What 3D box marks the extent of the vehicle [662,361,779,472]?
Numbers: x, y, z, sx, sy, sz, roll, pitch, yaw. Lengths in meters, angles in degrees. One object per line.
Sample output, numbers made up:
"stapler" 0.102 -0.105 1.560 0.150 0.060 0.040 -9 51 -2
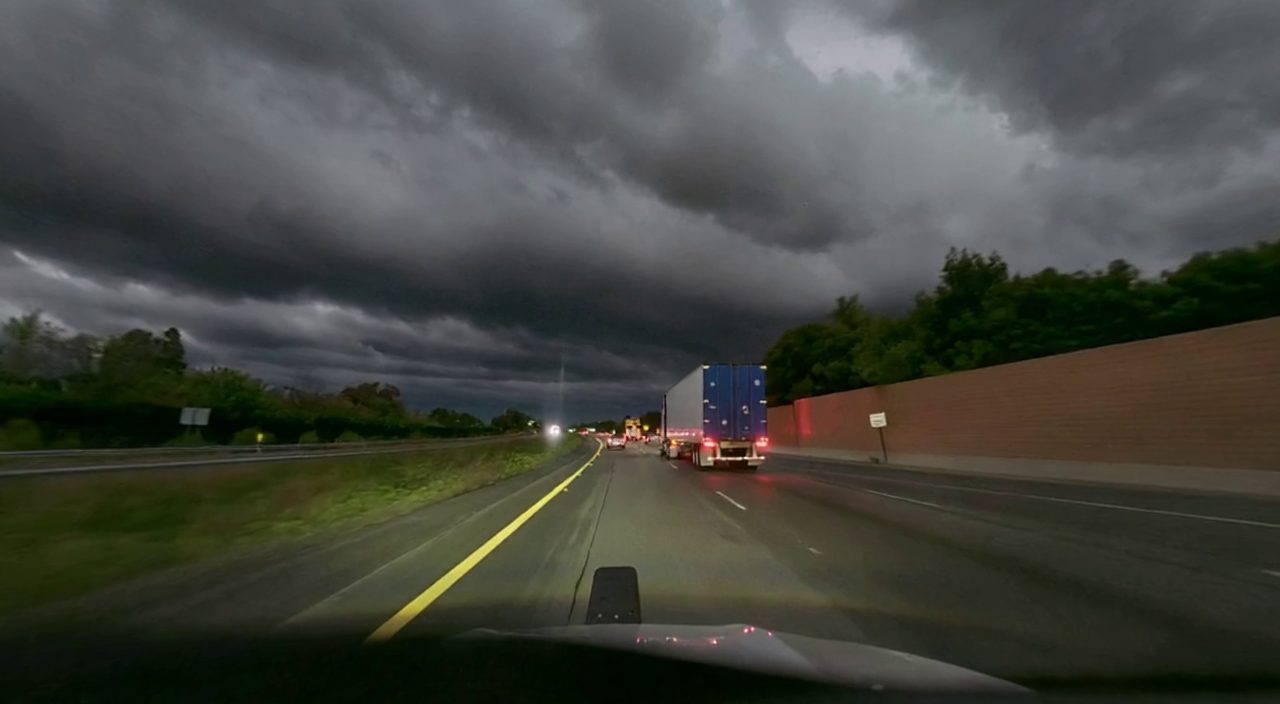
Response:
"vehicle" 3.163 3.246 30.087 2.965 4.033 14.299 0 -7 -3
